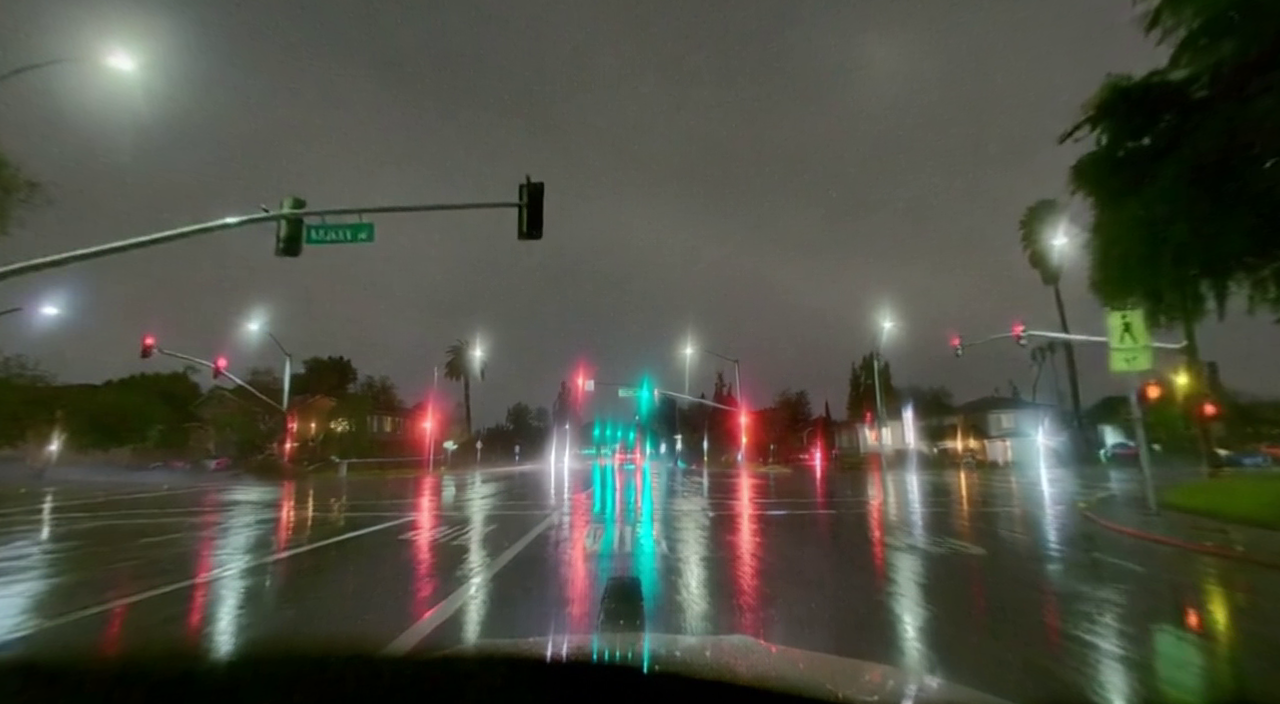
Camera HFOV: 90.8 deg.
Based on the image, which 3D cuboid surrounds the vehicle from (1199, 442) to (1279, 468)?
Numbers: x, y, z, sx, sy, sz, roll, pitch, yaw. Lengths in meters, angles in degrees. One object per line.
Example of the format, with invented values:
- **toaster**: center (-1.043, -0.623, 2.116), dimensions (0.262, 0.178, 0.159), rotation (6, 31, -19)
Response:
- **vehicle**: center (43.262, 7.297, 44.868), dimensions (5.165, 1.711, 2.081), rotation (0, -9, -3)

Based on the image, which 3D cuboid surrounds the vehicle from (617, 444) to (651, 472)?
- **vehicle**: center (-0.524, 7.542, 45.121), dimensions (2.248, 1.833, 4.798), rotation (0, -9, -3)
